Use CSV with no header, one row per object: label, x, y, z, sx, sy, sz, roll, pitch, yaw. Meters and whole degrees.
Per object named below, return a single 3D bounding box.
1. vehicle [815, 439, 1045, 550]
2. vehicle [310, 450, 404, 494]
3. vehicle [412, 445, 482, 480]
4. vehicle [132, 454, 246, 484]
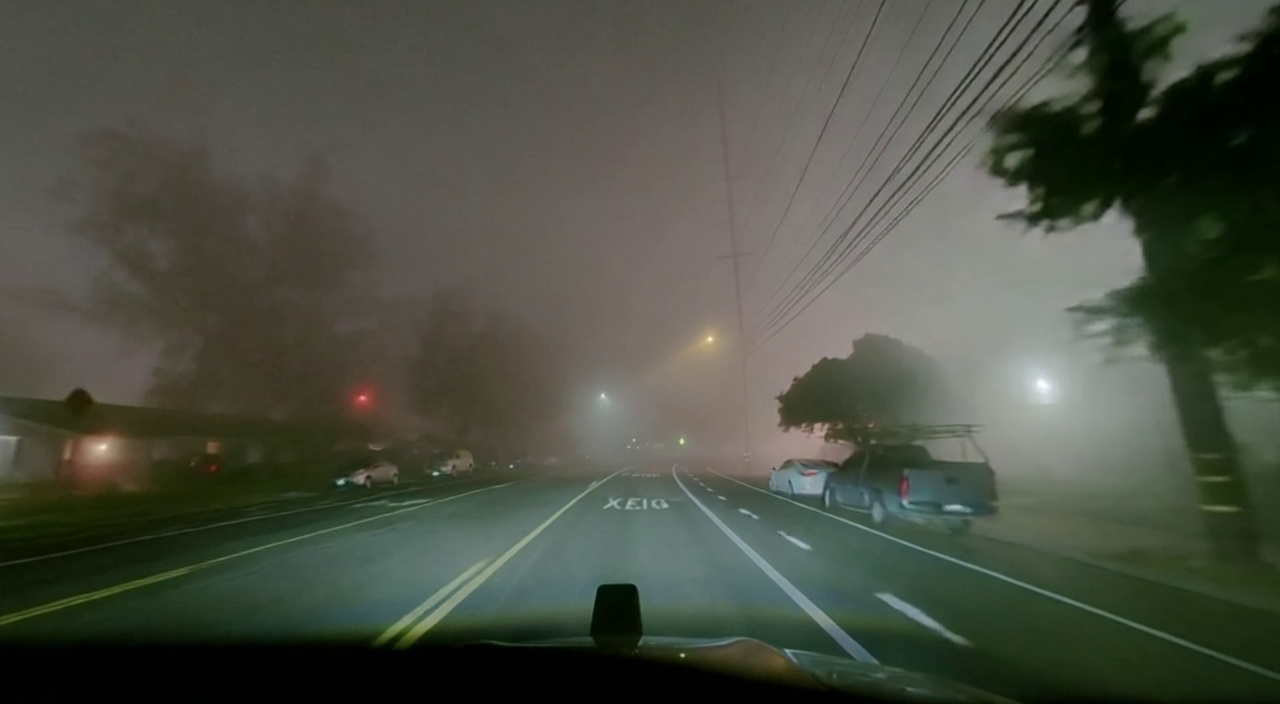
vehicle,5.149,2.565,12.221,2.009,1.649,5.156,0,-9,0
vehicle,-12.029,5.120,27.127,1.907,1.612,4.594,-3,-10,0
vehicle,-11.543,6.665,38.196,2.225,1.887,5.672,-3,-9,3
vehicle,-23.193,6.012,32.513,4.326,1.468,2.025,0,-9,1
